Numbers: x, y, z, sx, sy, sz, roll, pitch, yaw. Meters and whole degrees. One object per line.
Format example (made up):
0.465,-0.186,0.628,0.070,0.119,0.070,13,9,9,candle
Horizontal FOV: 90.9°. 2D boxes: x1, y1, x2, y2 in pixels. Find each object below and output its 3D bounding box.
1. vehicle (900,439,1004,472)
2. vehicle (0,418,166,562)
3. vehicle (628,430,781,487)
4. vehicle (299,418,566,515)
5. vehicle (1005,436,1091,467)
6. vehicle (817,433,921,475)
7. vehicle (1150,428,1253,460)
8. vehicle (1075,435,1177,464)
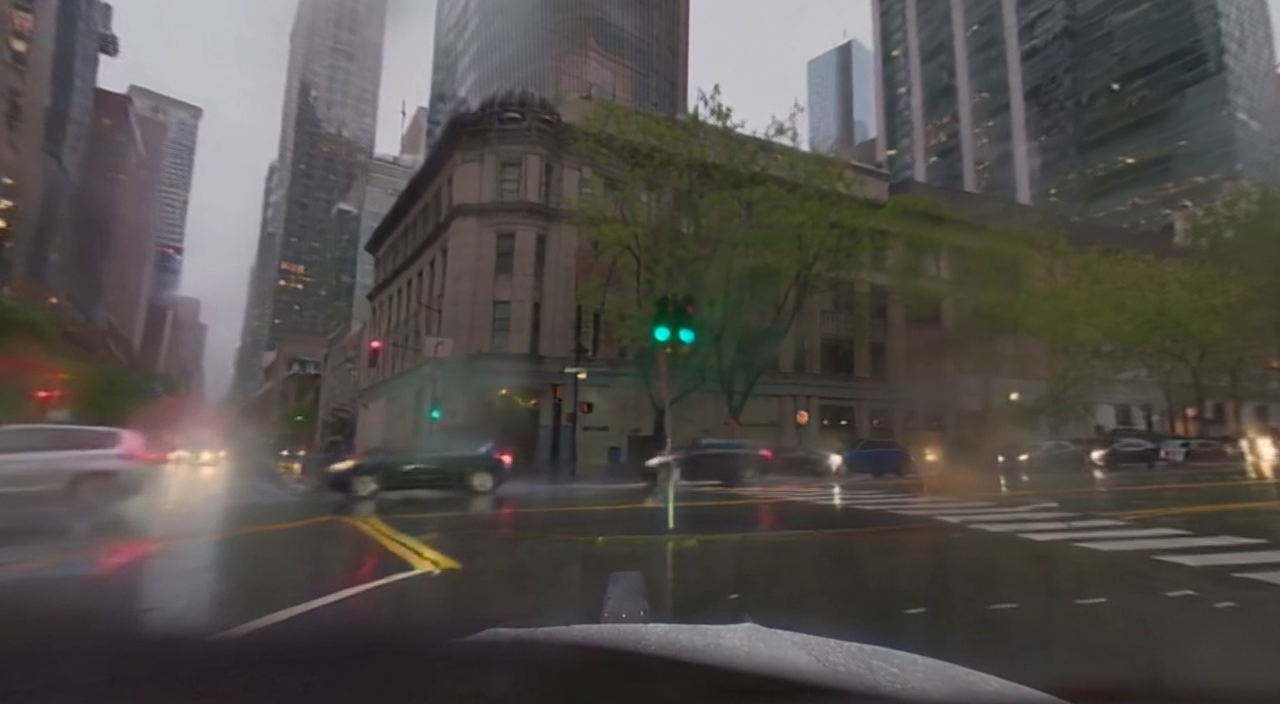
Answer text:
15.518,5.130,31.470,4.418,1.556,1.814,2,-9,-14,vehicle
-7.467,1.357,6.091,1.818,1.439,4.371,-2,-9,13,vehicle
1.949,3.237,19.461,4.291,1.606,1.859,2,-9,-16,vehicle
-4.067,2.250,12.862,4.749,1.624,1.926,6,-10,-36,vehicle
21.358,5.217,33.054,3.522,1.546,1.721,2,-9,-13,vehicle
11.039,4.912,30.547,4.289,1.875,1.963,2,-9,-14,vehicle
31.335,5.156,35.218,4.502,1.696,1.884,2,-9,-13,vehicle
26.140,5.244,33.933,4.494,1.481,1.783,2,-9,-13,vehicle
